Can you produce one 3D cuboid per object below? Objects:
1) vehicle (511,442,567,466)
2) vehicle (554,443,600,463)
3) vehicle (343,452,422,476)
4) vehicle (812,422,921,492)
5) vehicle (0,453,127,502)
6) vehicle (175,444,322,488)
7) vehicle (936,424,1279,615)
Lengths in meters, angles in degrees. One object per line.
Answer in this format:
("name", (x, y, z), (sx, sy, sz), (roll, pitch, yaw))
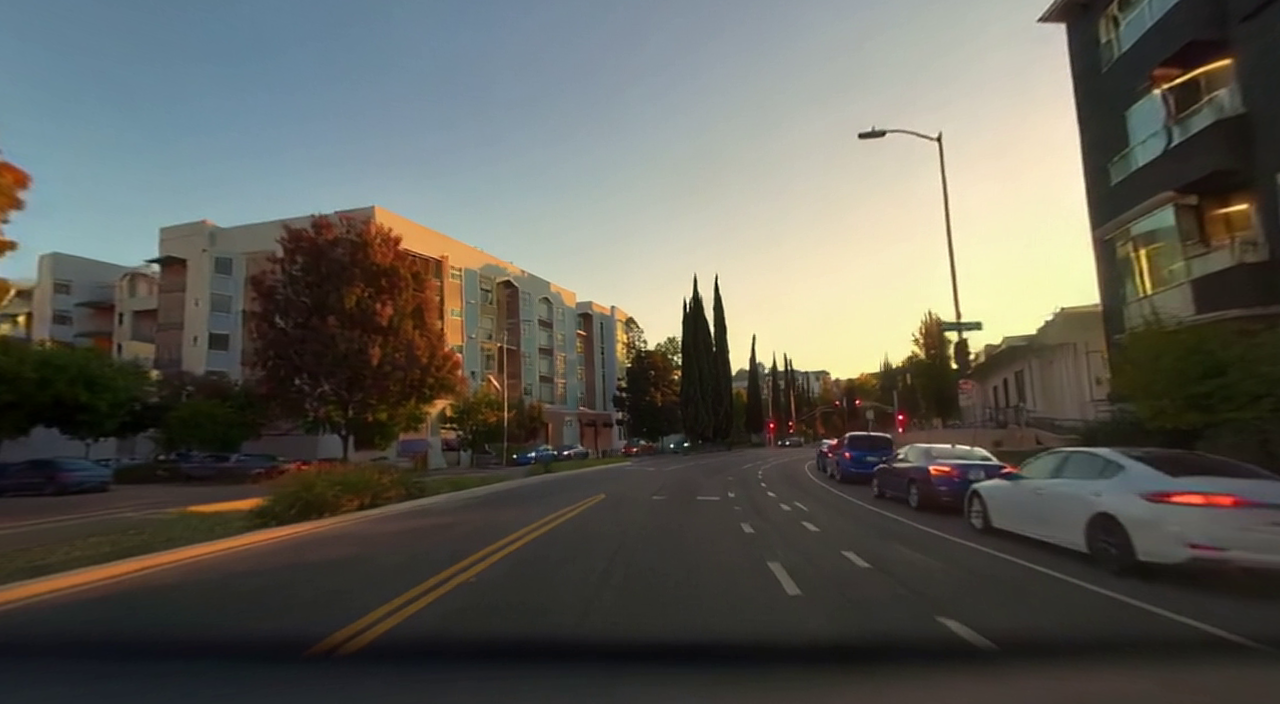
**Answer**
("vehicle", (-6.712, 6.815, 42.467), (1.882, 1.508, 4.476), (-3, -9, 16))
("vehicle", (-4.791, 7.747, 48.760), (1.841, 1.444, 4.554), (-3, -9, 19))
("vehicle", (-16.393, 7.144, 40.334), (4.178, 1.407, 2.012), (-2, -9, 11))
("vehicle", (6.643, 3.127, 19.196), (2.041, 1.811, 5.168), (-1, -8, 8))
("vehicle", (-24.289, 5.156, 26.201), (4.462, 1.832, 2.103), (-1, -8, 10))
("vehicle", (-19.614, 5.701, 31.791), (6.006, 1.964, 2.474), (-1, -10, 9))
("vehicle", (5.613, 1.685, 7.489), (2.077, 1.502, 4.902), (-1, -8, 4))
